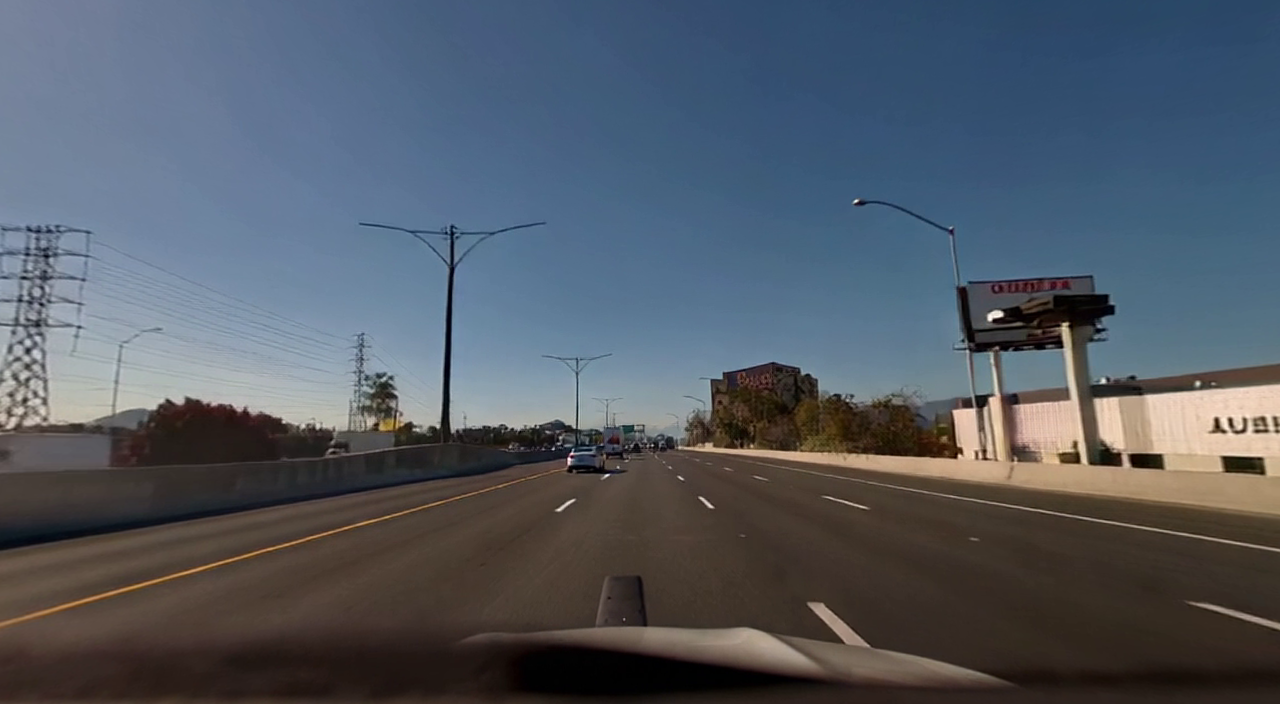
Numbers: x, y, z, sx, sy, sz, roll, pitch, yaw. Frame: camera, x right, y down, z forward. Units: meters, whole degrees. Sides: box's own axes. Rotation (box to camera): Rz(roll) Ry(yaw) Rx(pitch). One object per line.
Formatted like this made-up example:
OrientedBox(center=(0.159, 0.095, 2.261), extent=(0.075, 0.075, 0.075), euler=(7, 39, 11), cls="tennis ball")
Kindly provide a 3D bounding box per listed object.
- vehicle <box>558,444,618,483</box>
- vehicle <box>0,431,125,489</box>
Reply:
OrientedBox(center=(-2.016, 4.478, 25.604), extent=(1.891, 1.444, 3.968), euler=(-1, -8, 3), cls="vehicle")
OrientedBox(center=(-26.979, 4.720, 28.010), extent=(3.012, 2.300, 6.199), euler=(0, -8, -2), cls="vehicle")
